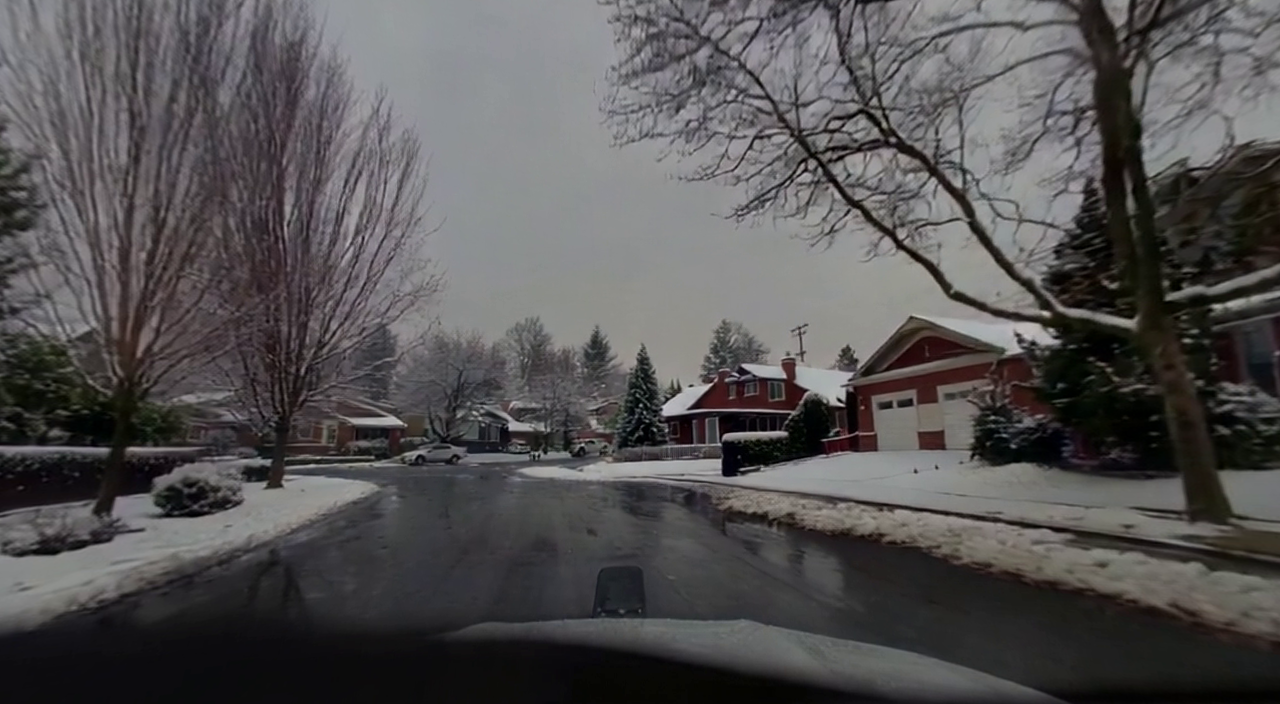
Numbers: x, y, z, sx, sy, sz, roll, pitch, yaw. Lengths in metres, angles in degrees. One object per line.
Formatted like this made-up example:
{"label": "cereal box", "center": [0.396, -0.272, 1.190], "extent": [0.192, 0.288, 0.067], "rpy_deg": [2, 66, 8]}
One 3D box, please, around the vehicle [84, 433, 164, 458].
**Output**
{"label": "vehicle", "center": [-37.931, 6.873, 46.458], "extent": [4.237, 1.728, 2.203], "rpy_deg": [-1, -9, 12]}
